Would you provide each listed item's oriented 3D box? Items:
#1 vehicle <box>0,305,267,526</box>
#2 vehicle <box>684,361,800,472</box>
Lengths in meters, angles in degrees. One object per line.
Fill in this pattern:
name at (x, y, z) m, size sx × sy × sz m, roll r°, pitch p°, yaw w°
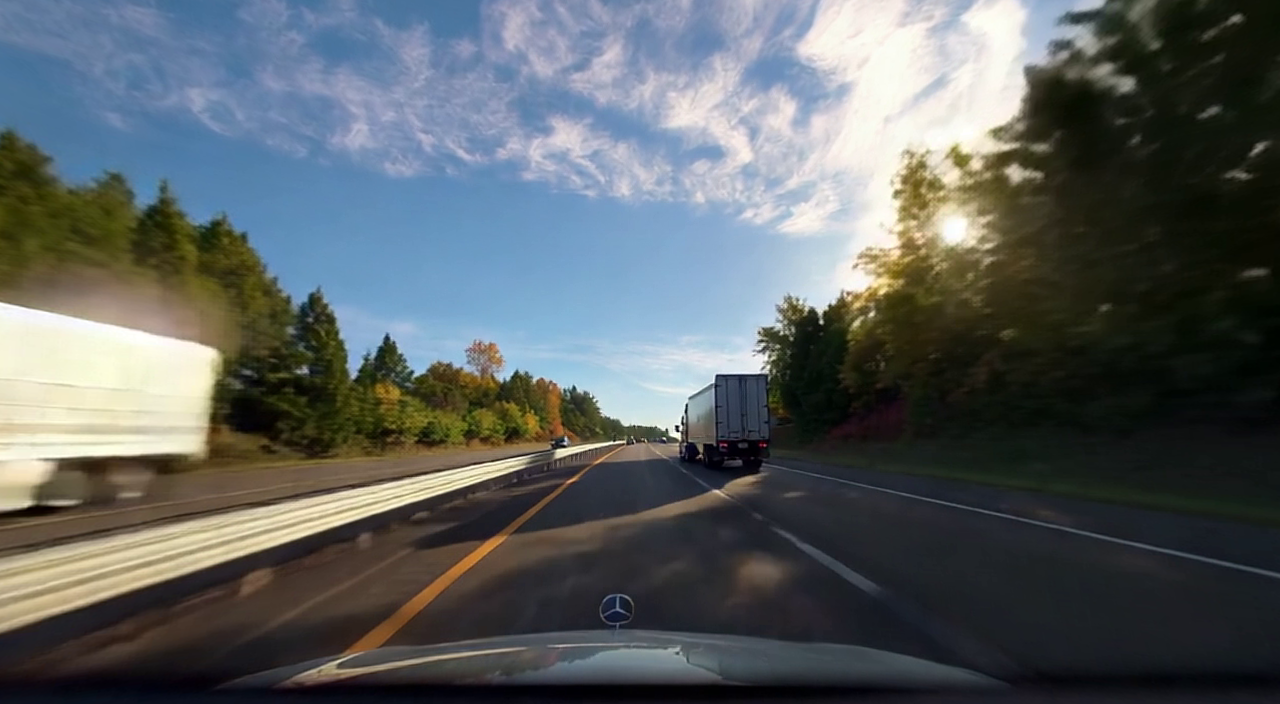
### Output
vehicle at (-13.230, 1.677, 15.627) m, size 2.903 × 4.077 × 8.147 m, roll 0°, pitch -7°, yaw 0°
vehicle at (4.168, 3.225, 29.851) m, size 2.951 × 4.007 × 13.976 m, roll 0°, pitch -7°, yaw -1°
